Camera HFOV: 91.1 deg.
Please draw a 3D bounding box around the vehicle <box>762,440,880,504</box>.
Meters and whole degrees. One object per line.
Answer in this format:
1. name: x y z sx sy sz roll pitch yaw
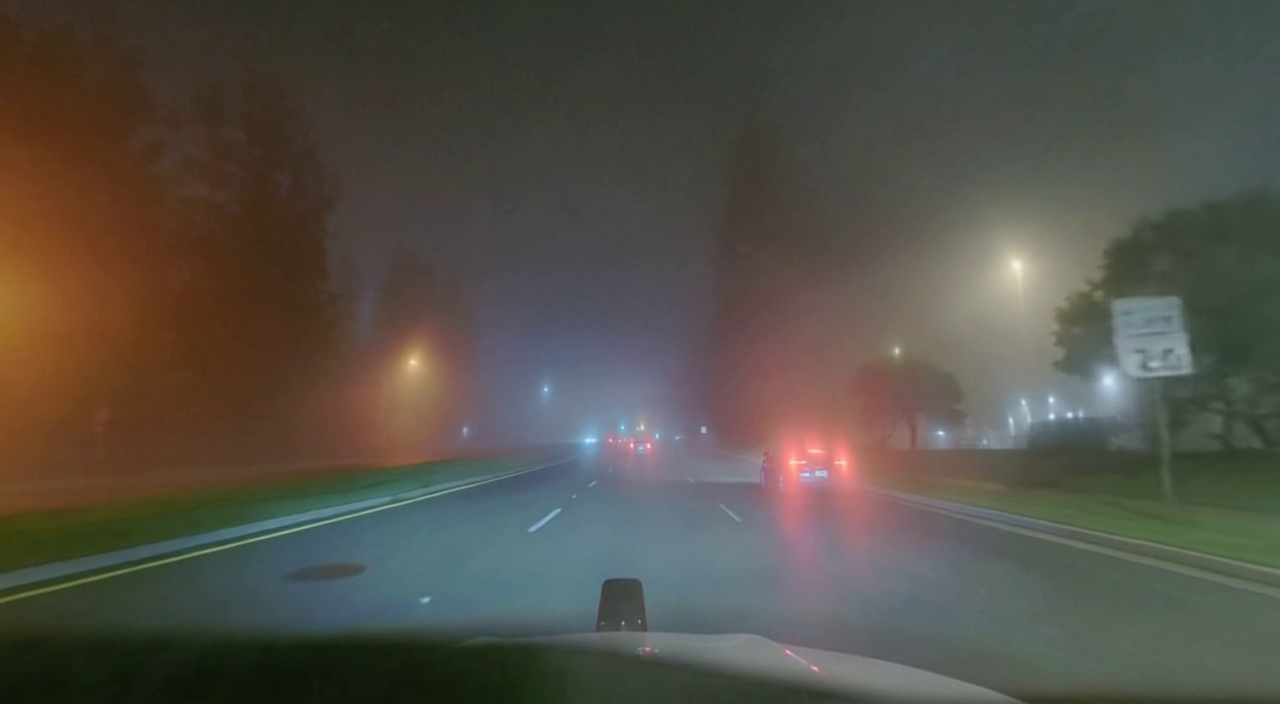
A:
1. vehicle: 4.759 3.192 17.196 1.913 1.516 4.322 0 -9 0
